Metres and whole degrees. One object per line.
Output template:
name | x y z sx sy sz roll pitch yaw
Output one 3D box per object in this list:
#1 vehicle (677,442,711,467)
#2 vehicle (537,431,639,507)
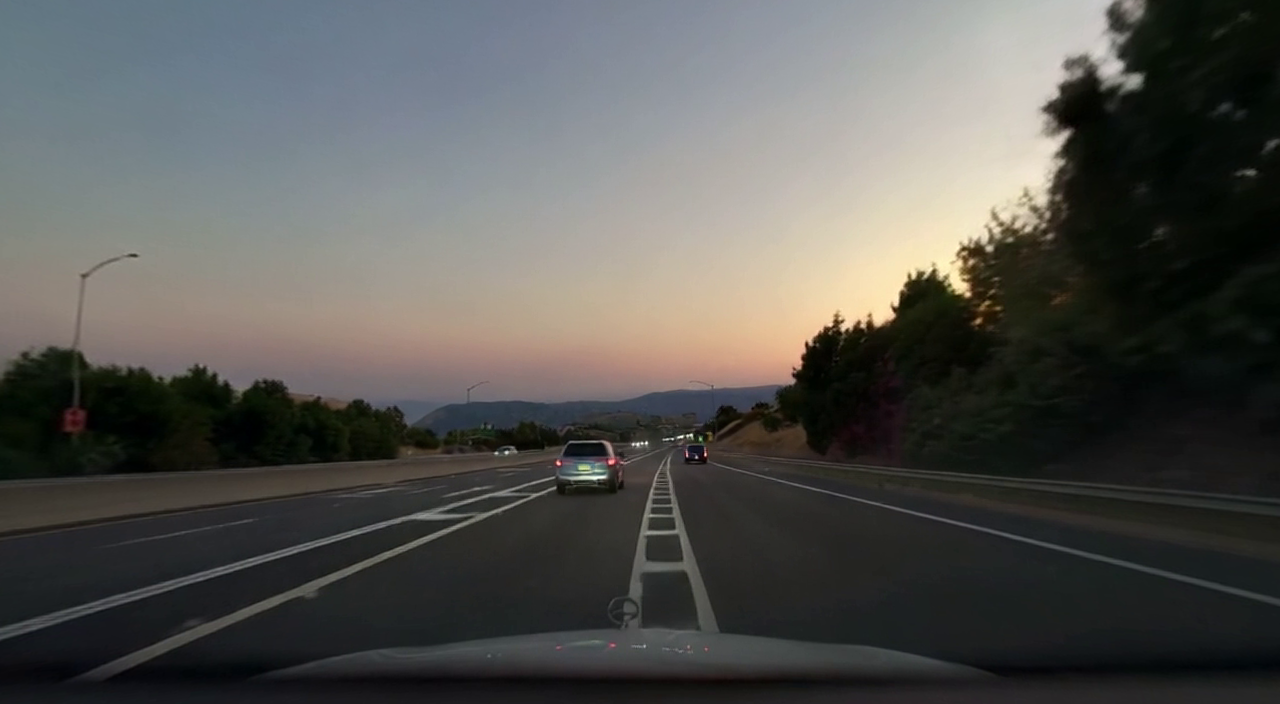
vehicle | 3.776 7.275 44.974 2.073 1.621 3.993 -1 -9 0
vehicle | -1.198 3.002 16.655 2.143 1.693 4.513 -1 -9 2
